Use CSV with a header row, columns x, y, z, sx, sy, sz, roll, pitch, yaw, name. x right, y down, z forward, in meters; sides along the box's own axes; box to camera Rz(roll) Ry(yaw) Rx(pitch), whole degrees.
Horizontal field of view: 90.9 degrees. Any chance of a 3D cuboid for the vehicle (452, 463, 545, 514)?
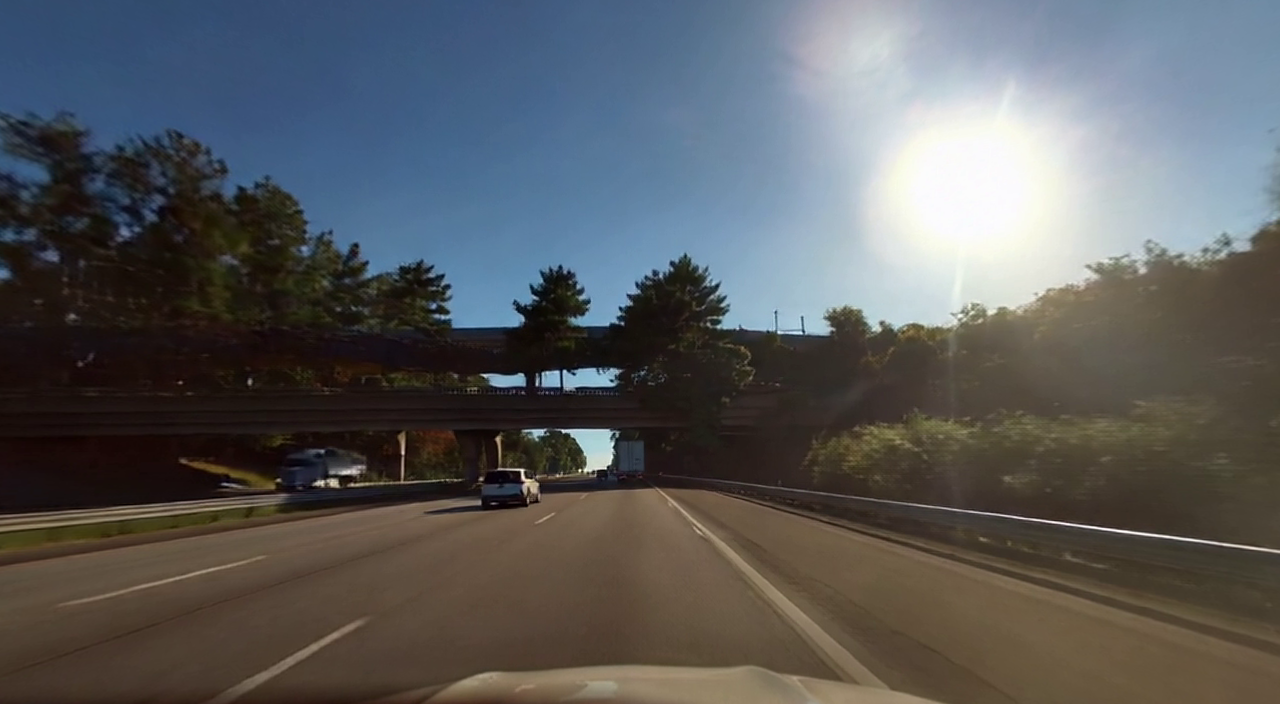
x,y,z,sx,sy,sz,roll,pitch,yaw,name
-4.510,4.456,20.939,1.950,1.460,4.812,1,-10,0,vehicle
